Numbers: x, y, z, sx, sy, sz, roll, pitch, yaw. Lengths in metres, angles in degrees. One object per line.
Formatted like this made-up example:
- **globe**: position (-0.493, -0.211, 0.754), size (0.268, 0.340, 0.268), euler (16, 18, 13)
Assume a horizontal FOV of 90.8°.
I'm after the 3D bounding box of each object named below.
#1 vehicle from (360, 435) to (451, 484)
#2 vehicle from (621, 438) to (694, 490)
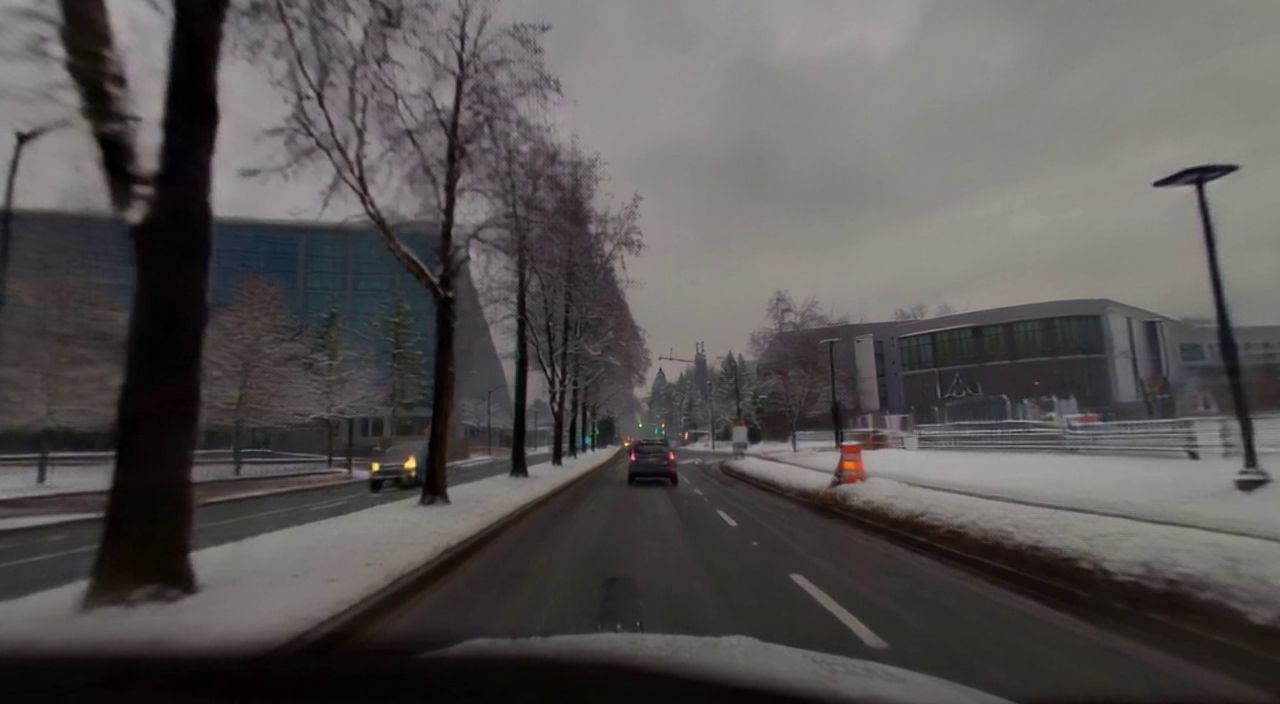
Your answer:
- **vehicle**: position (-11.159, 5.148, 30.565), size (2.349, 2.106, 5.464), euler (0, -8, -1)
- **vehicle**: position (0.570, 3.585, 20.670), size (2.114, 1.493, 4.430), euler (-1, -8, 2)
